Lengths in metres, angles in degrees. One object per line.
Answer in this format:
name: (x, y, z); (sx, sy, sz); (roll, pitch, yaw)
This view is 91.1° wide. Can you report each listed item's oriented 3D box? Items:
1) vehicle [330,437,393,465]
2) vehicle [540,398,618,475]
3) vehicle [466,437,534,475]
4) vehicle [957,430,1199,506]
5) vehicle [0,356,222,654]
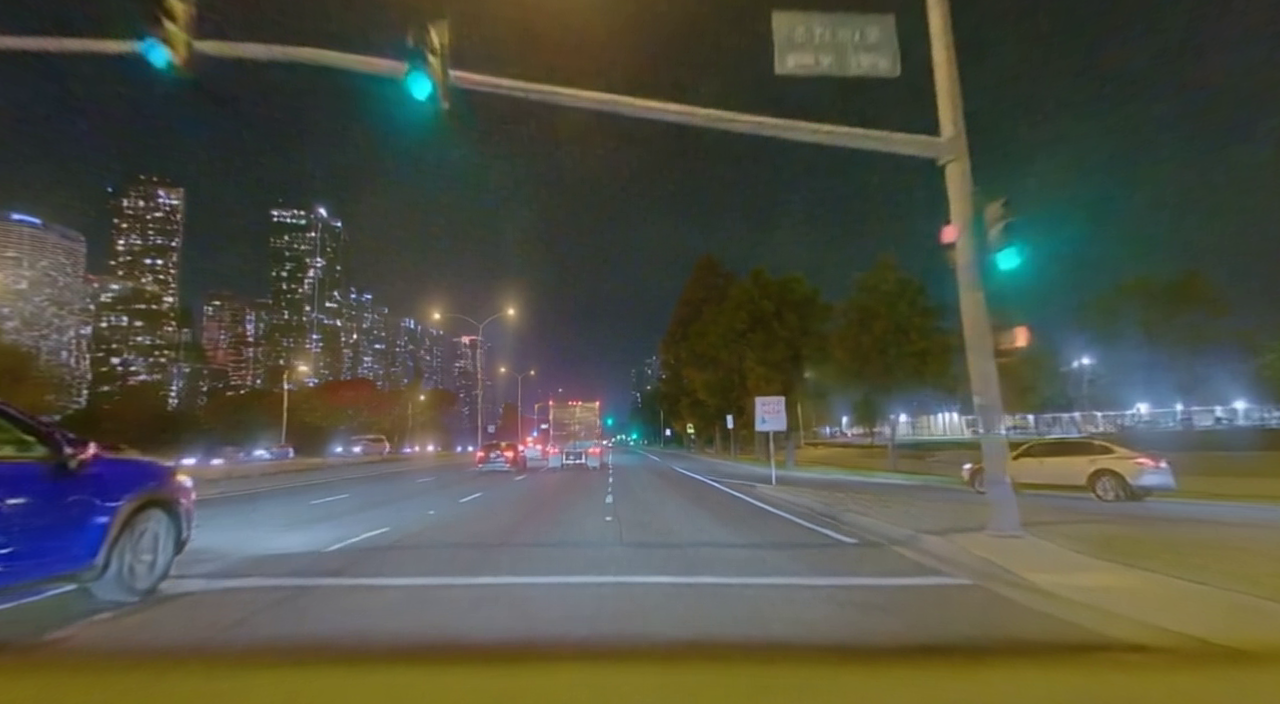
vehicle: (-16.369, 5.845, 37.145); (2.026, 1.523, 4.584); (1, -9, -6)
vehicle: (-2.565, 3.882, 28.555); (2.993, 3.051, 6.692); (0, -9, -1)
vehicle: (-5.825, 4.385, 26.610); (2.023, 1.483, 4.143); (0, -9, -1)
vehicle: (11.316, 2.969, 16.556); (2.140, 1.685, 4.720); (7, -11, -39)
vehicle: (-5.043, 0.884, 3.453); (2.178, 1.826, 4.933); (0, -9, -2)
